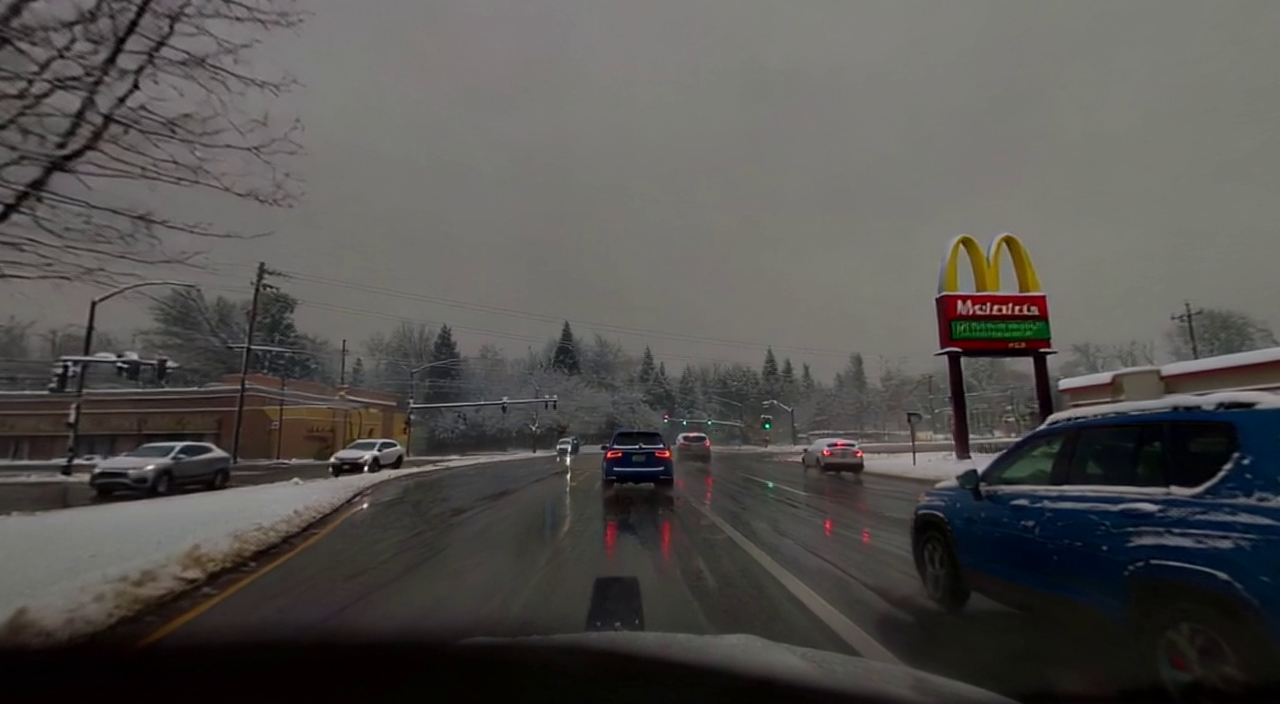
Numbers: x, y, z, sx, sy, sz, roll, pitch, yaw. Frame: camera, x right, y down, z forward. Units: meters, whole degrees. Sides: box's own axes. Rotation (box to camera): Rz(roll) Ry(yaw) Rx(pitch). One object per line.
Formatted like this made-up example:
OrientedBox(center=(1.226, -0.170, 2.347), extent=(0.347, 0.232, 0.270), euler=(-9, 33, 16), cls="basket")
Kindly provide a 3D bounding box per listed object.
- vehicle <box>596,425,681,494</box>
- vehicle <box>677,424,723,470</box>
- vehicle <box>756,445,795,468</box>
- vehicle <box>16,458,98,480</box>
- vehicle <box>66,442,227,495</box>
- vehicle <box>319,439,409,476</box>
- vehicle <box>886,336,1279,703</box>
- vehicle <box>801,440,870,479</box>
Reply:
OrientedBox(center=(-0.086, 3.382, 20.260), extent=(2.402, 1.938, 4.535), euler=(0, -9, -1), cls="vehicle")
OrientedBox(center=(3.581, 5.730, 38.284), extent=(2.239, 2.586, 4.586), euler=(1, -8, -1), cls="vehicle")
OrientedBox(center=(9.775, 7.565, 45.901), extent=(1.879, 1.517, 4.006), euler=(0, -9, 0), cls="vehicle")
OrientedBox(center=(-45.591, 9.170, 49.462), extent=(4.675, 1.644, 1.785), euler=(0, -9, 2), cls="vehicle")
OrientedBox(center=(-18.928, 4.455, 24.631), extent=(2.050, 1.797, 4.945), euler=(-1, -9, 3), cls="vehicle")
OrientedBox(center=(-14.787, 5.683, 34.216), extent=(2.311, 1.849, 4.889), euler=(-1, -9, 6), cls="vehicle")
OrientedBox(center=(3.346, 1.004, 3.589), extent=(2.076, 1.716, 4.416), euler=(0, -9, 0), cls="vehicle")
OrientedBox(center=(9.544, 5.264, 31.244), extent=(1.977, 1.786, 4.344), euler=(0, -9, 0), cls="vehicle")
